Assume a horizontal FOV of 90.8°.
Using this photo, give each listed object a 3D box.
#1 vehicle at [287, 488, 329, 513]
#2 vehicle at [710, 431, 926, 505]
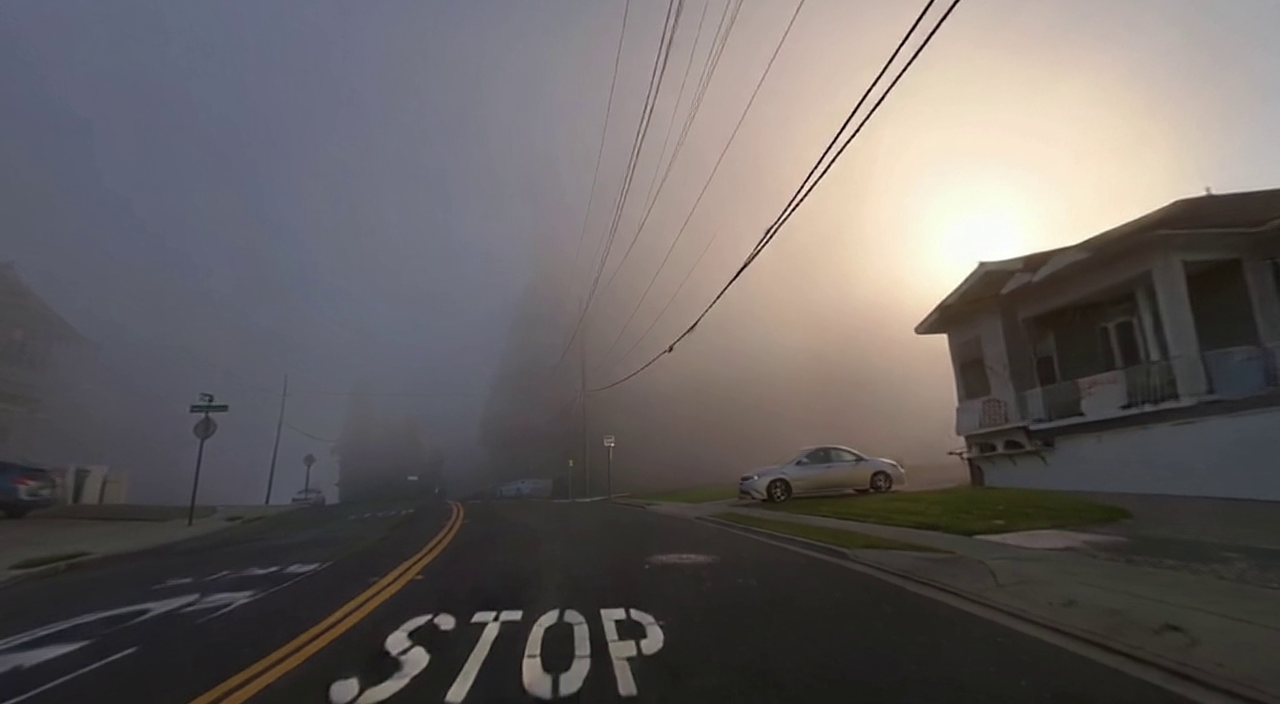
[{"bbox_3d":[-25.036,11.156,47.542,1.994,1.515,4.385,6,-11,-37],"label":"vehicle"},{"bbox_3d":[5.135,3.358,18.617,5.578,1.842,2.300,0,-9,-12],"label":"vehicle"}]
